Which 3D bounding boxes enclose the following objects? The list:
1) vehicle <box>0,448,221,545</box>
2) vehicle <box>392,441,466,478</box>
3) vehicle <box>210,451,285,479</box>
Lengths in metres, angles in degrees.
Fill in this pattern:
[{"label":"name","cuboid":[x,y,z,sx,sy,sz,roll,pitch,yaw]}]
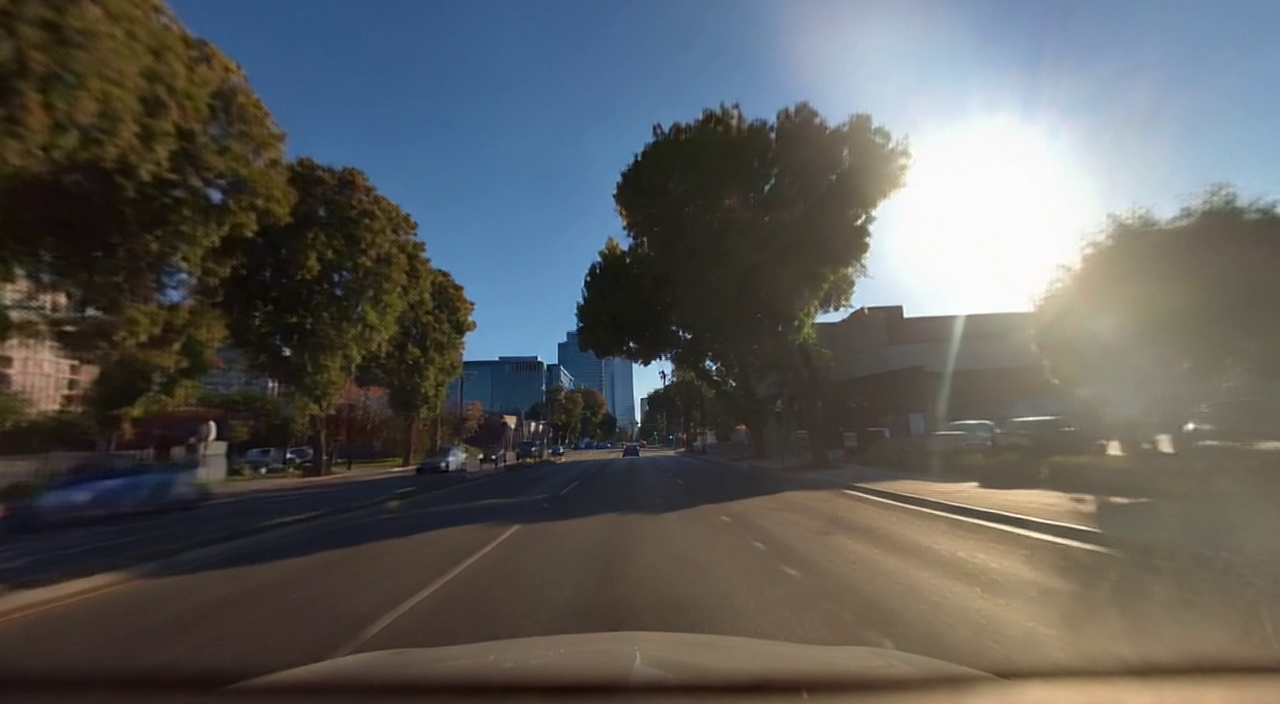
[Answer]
[{"label":"vehicle","cuboid":[-10.816,2.636,12.317,2.020,1.490,4.657,0,-8,1]},{"label":"vehicle","cuboid":[-10.425,5.329,31.628,2.025,1.704,4.523,0,-9,1]},{"label":"vehicle","cuboid":[-27.093,7.781,43.764,1.849,1.724,4.516,-3,-9,9]}]
